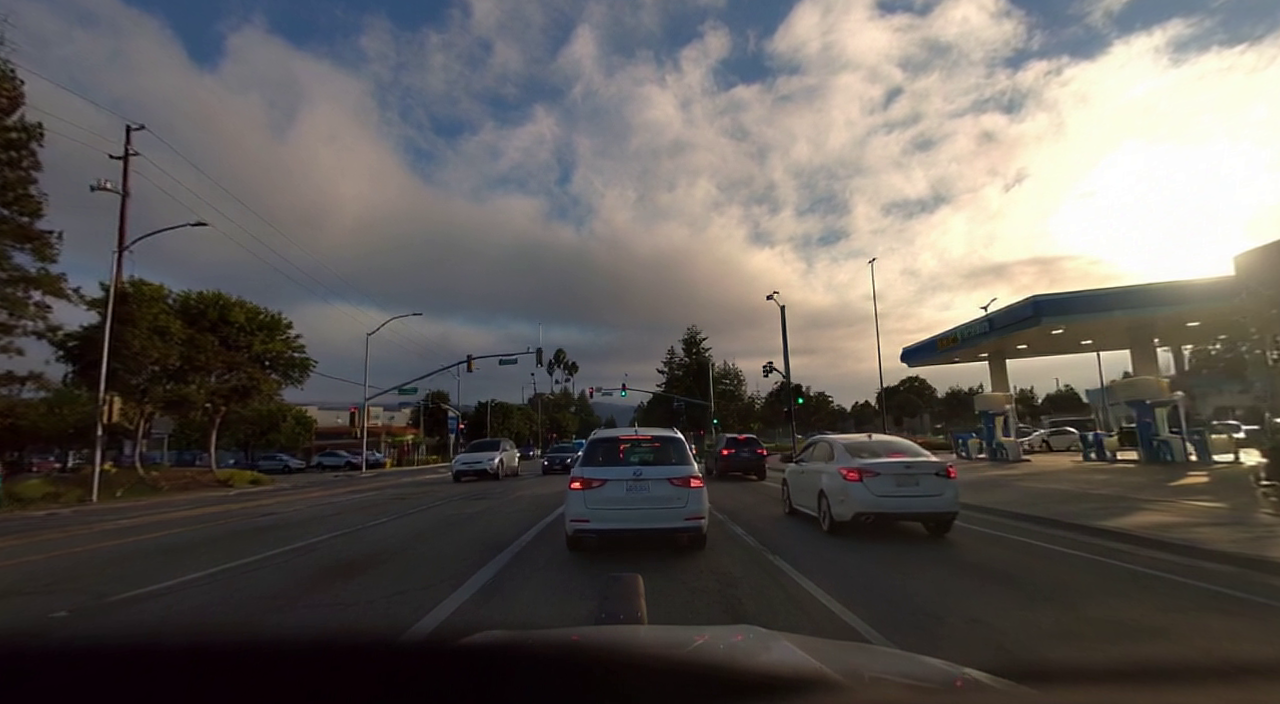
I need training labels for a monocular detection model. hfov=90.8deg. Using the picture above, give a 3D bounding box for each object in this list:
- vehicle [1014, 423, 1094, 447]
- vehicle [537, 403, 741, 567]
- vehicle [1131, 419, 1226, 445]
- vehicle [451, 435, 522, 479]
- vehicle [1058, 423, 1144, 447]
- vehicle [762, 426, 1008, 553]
[{"bbox_3d":[31.415,6.346,48.042,4.616,1.711,1.897,-2,-9,9],"label":"vehicle"},{"bbox_3d":[-0.087,1.694,8.716,2.164,1.718,3.881,0,-8,-2],"label":"vehicle"},{"bbox_3d":[39.547,5.929,46.509,4.834,1.808,2.006,-2,-9,9],"label":"vehicle"},{"bbox_3d":[-6.498,4.492,27.329,1.994,1.695,4.471,0,-8,-1],"label":"vehicle"},{"bbox_3d":[32.533,5.903,44.696,4.452,1.605,1.845,-2,-9,9],"label":"vehicle"},{"bbox_3d":[3.314,1.937,9.662,1.904,1.472,4.358,0,-8,-2],"label":"vehicle"}]
